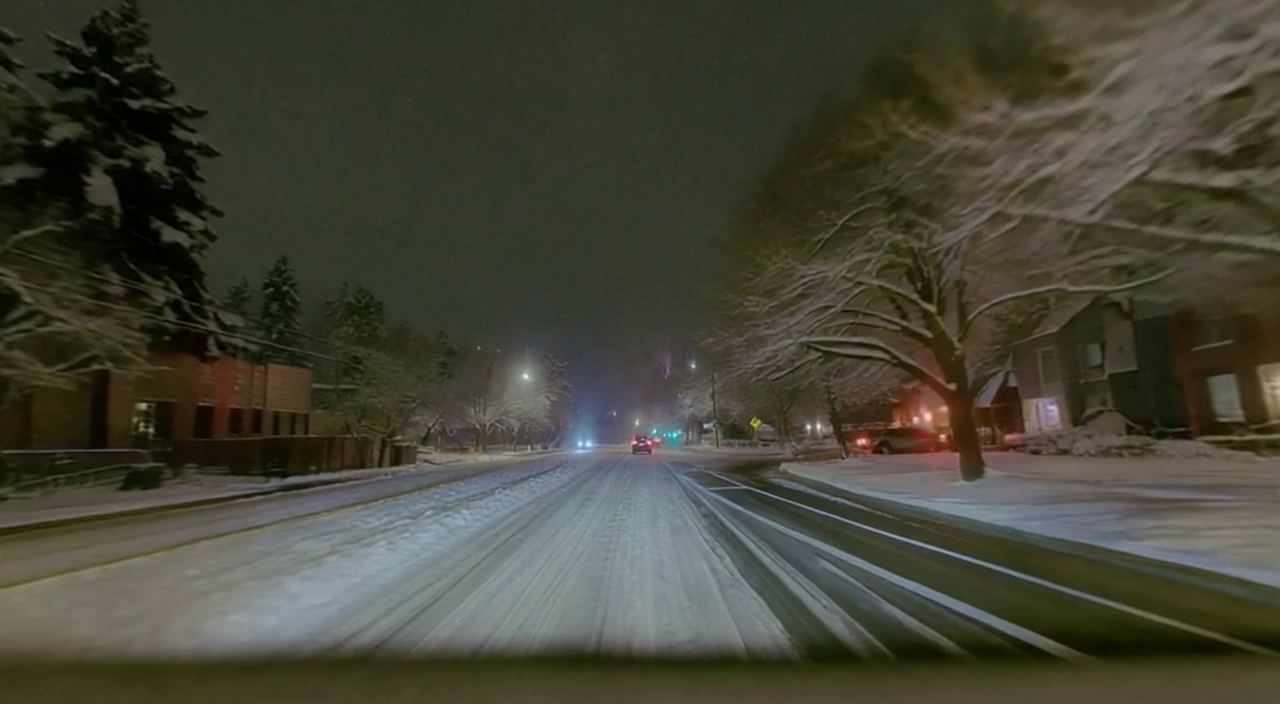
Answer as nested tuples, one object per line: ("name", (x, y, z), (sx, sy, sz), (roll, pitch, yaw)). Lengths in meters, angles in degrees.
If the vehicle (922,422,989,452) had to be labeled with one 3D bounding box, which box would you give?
("vehicle", (19.642, 5.378, 39.565), (1.924, 1.703, 4.254), (-2, -9, 0))
